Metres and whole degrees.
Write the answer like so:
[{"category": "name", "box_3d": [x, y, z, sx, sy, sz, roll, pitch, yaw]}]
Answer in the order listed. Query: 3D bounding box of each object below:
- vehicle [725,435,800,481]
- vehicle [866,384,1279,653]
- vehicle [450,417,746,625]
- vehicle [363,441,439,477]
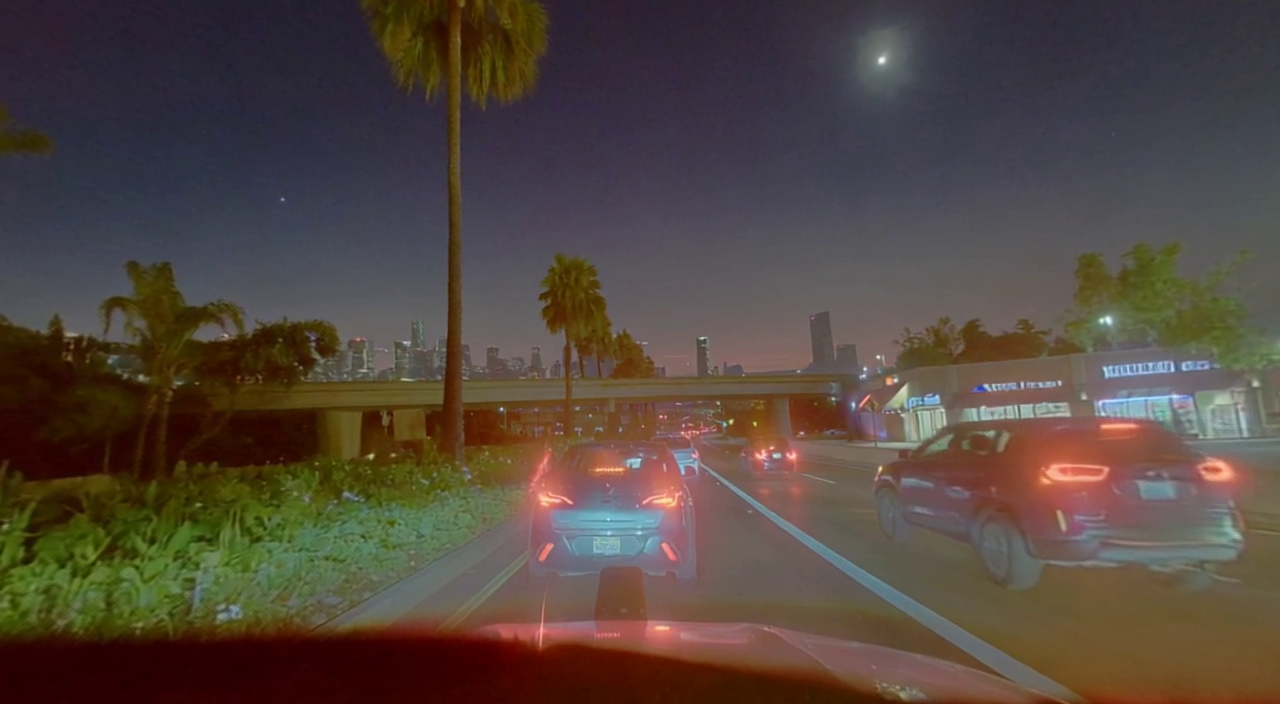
[{"category": "vehicle", "box_3d": [4.455, 3.923, 23.541, 2.034, 1.517, 4.840, 0, -9, 3]}, {"category": "vehicle", "box_3d": [4.151, 1.350, 6.222, 2.149, 1.609, 4.807, 0, -9, 2]}, {"category": "vehicle", "box_3d": [-0.258, 1.544, 6.690, 2.172, 1.506, 4.018, 0, -9, 2]}, {"category": "vehicle", "box_3d": [-11.967, 5.367, 31.755, 2.084, 1.704, 4.485, 0, -8, -1]}]
